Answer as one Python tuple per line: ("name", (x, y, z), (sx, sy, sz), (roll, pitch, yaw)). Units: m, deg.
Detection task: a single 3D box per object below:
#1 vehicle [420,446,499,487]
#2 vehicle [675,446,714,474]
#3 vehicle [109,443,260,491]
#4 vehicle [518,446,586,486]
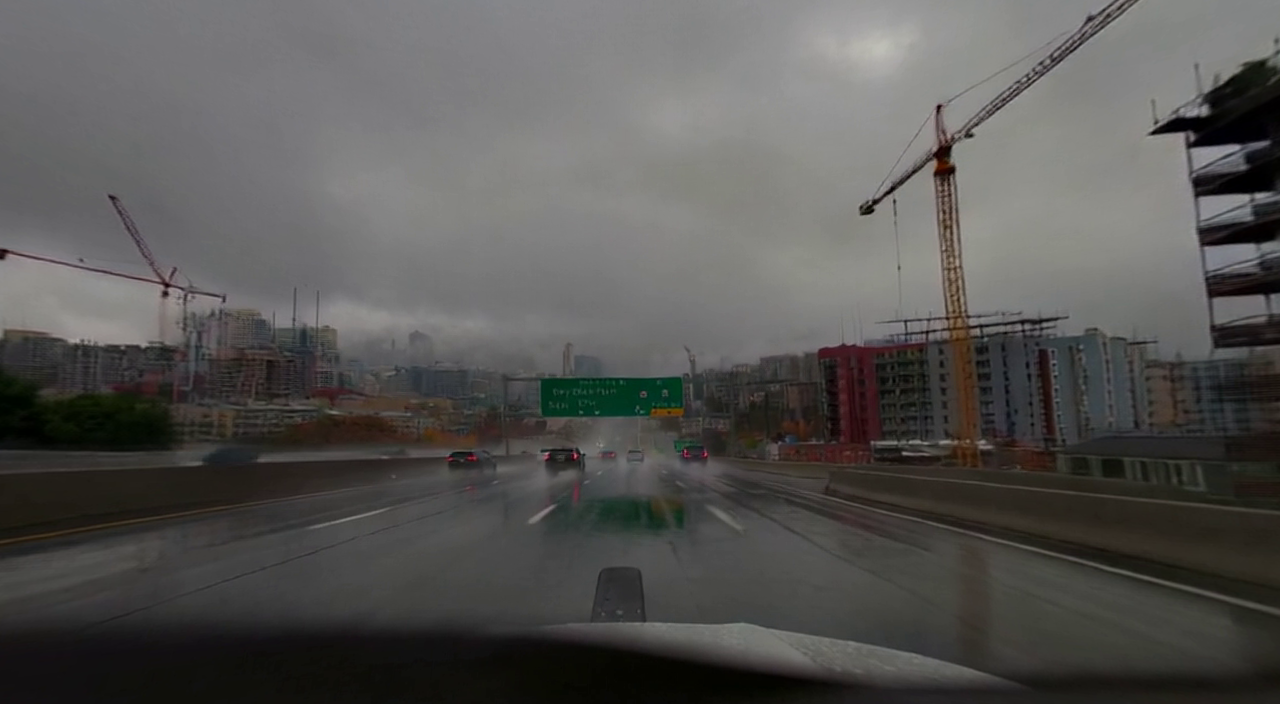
("vehicle", (-7.383, 4.701, 26.256), (1.951, 1.528, 4.209), (0, -8, 1))
("vehicle", (3.312, 6.667, 39.313), (1.978, 1.602, 4.092), (0, -8, -1))
("vehicle", (-16.373, 4.116, 23.120), (1.984, 1.539, 4.752), (0, -8, 0))
("vehicle", (-3.562, 4.717, 26.486), (2.136, 1.512, 4.488), (0, -8, 1))
